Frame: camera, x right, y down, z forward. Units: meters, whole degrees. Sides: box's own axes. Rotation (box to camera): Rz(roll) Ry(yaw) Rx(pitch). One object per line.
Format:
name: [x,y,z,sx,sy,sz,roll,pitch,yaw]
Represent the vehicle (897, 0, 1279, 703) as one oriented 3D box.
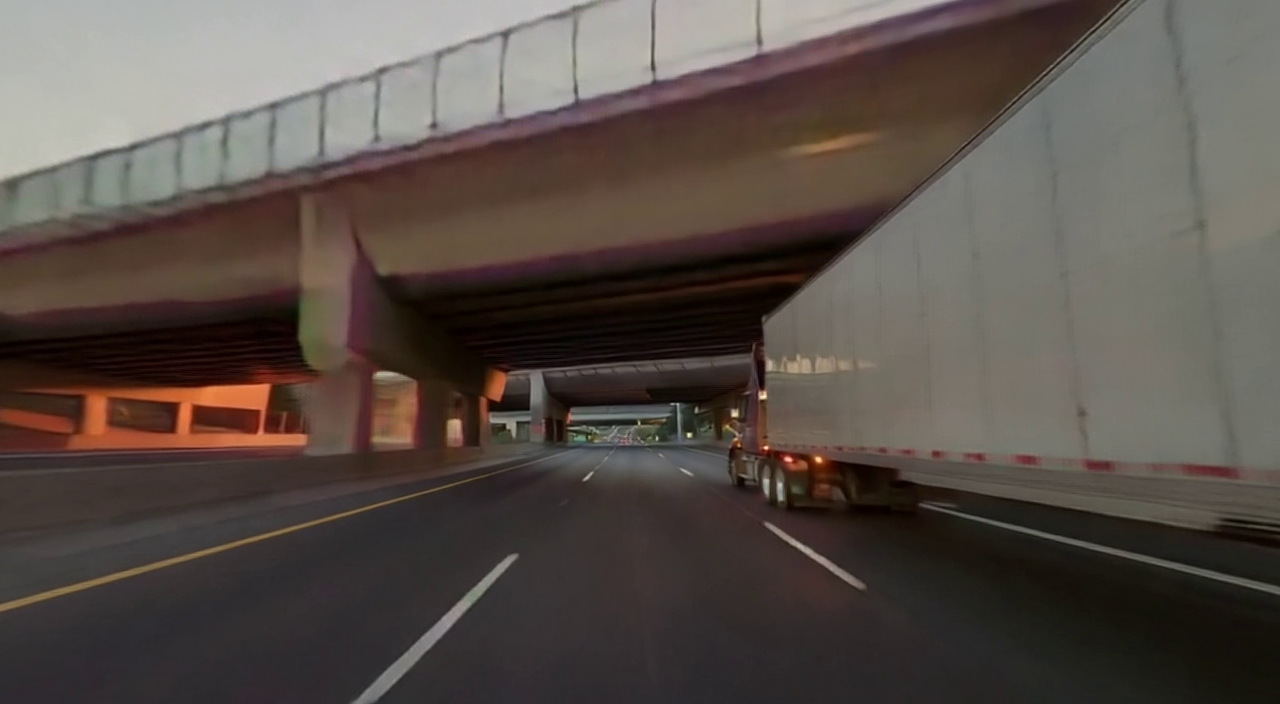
vehicle: [4.394,-0.373,2.354,2.880,3.986,9.103,0,-8,0]
